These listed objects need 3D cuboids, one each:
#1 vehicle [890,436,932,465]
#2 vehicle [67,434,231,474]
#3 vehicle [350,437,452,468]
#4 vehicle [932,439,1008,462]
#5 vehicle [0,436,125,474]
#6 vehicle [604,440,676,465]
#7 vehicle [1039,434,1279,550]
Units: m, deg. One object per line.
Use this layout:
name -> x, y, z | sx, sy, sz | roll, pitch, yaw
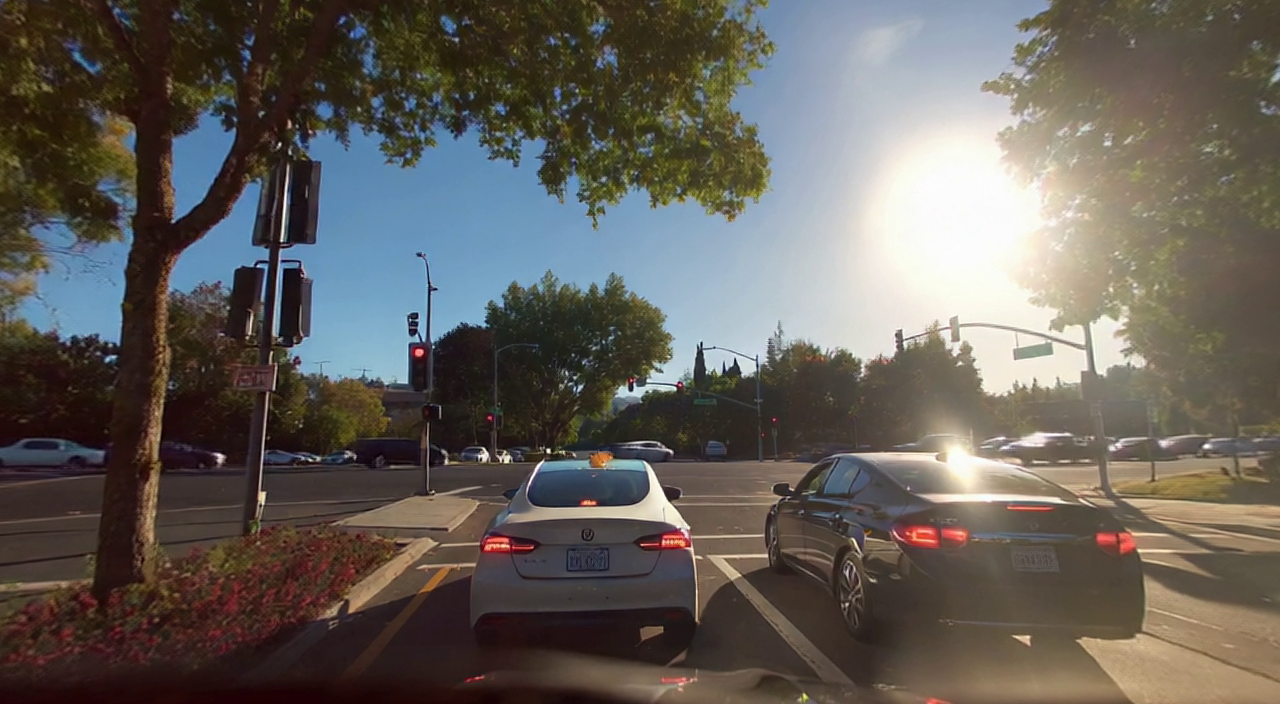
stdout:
vehicle -> 15.549, 5.629, 36.295 | 2.001, 1.561, 4.481 | -4, -9, 23
vehicle -> -19.357, 4.046, 25.201 | 4.671, 1.465, 1.934 | 3, -9, -18
vehicle -> -12.421, 5.225, 32.906 | 4.580, 1.472, 1.891 | 6, -10, -35
vehicle -> 22.486, 6.692, 43.056 | 4.533, 1.471, 1.772 | 2, -9, -15
vehicle -> -24.854, 4.274, 26.360 | 4.709, 1.514, 1.985 | 3, -9, -16
vehicle -> 0.060, 6.270, 39.620 | 1.935, 1.476, 4.849 | -6, -11, 37
vehicle -> 9.290, 2.239, 10.701 | 1.993, 1.505, 4.721 | 3, -9, 0
